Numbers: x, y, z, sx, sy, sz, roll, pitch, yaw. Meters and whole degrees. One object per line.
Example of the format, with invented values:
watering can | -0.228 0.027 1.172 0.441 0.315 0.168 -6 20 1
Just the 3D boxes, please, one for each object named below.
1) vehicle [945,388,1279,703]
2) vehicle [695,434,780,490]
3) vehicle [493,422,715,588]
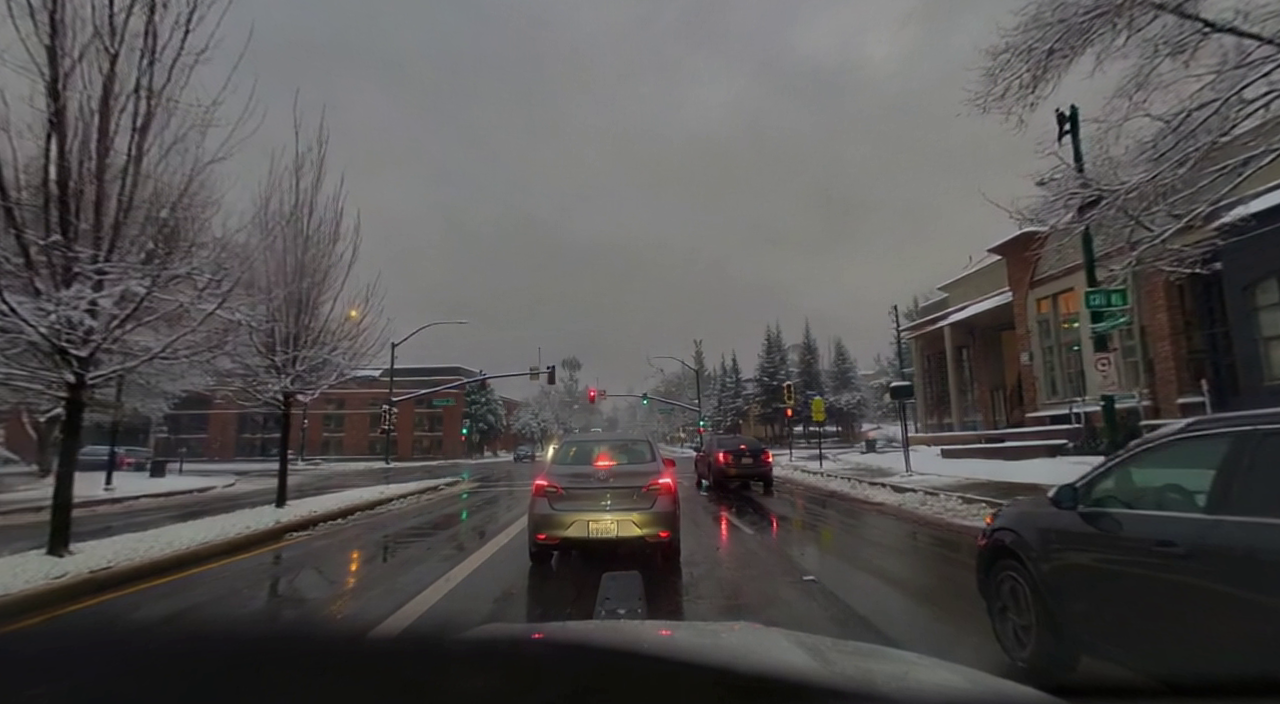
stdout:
vehicle | 3.152 0.884 2.295 1.910 1.474 4.263 0 -8 -1
vehicle | 2.929 3.396 19.878 1.874 1.556 4.116 0 -8 -2
vehicle | -0.350 1.658 7.576 2.006 1.487 3.535 0 -8 -1
